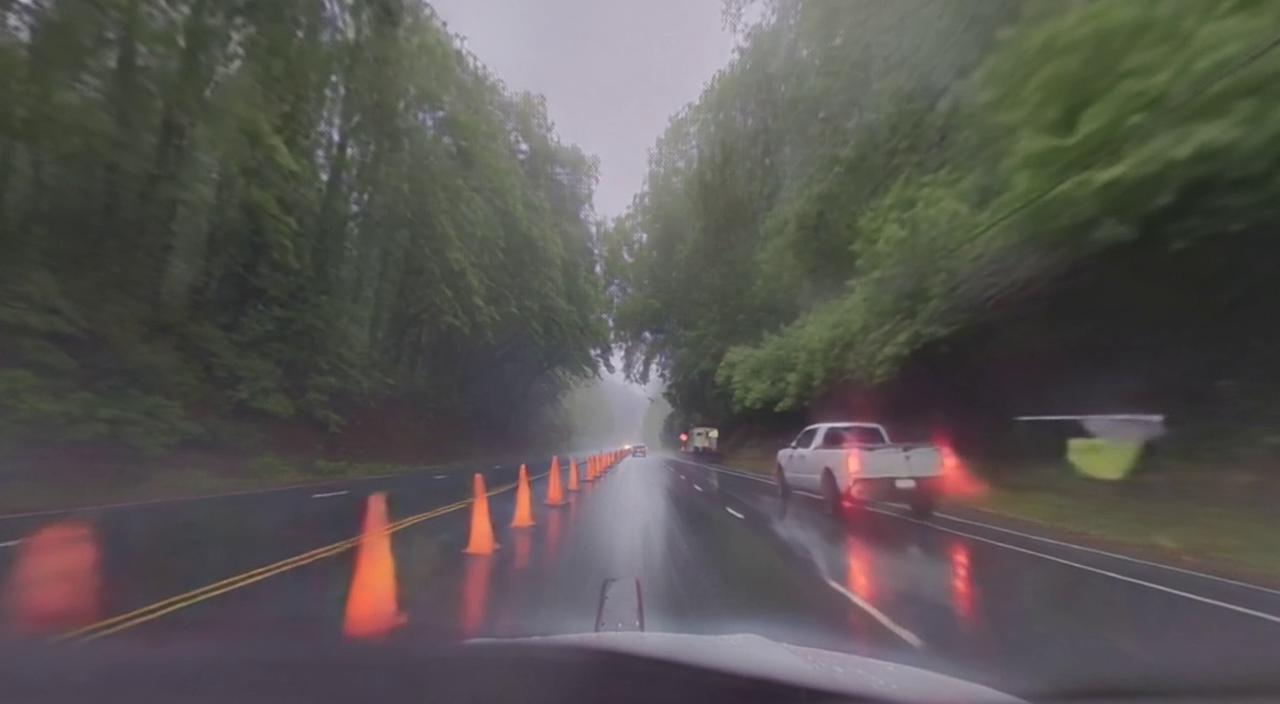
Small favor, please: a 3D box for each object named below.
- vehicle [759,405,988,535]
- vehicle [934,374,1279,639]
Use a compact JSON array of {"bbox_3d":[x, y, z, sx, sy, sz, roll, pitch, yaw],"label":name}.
[{"bbox_3d":[4.668,2.580,14.200,2.694,2.177,6.177,2,-9,-1],"label":"vehicle"},{"bbox_3d":[5.779,1.379,6.302,2.294,1.949,6.246,0,-8,-4],"label":"vehicle"}]
